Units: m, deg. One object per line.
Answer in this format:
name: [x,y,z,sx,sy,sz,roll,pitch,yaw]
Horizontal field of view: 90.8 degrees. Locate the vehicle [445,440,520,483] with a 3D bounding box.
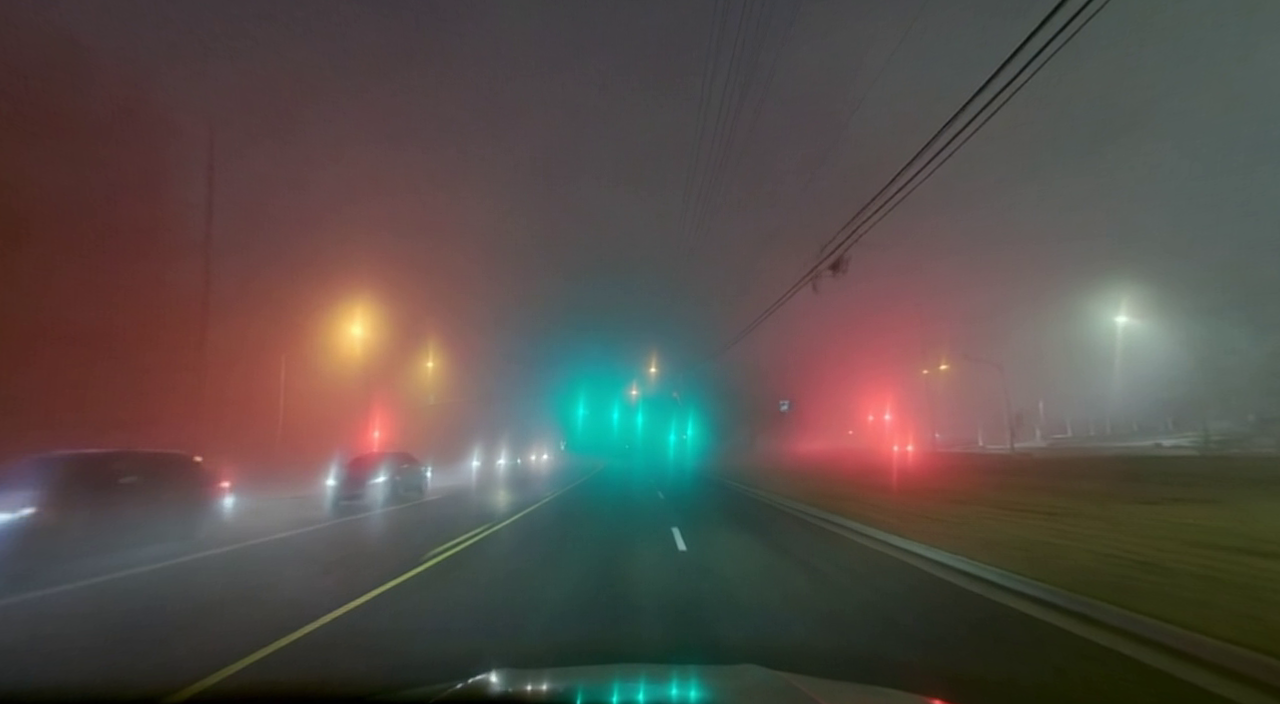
vehicle: [-7.041,4.934,28.858,2.101,1.768,5.040,0,-9,0]

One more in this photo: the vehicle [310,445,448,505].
vehicle: [-7.084,3.363,17.761,2.008,1.456,4.409,0,-9,0]

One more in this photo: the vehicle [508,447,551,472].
vehicle: [-7.025,6.848,40.467,1.854,1.481,4.518,0,-9,1]

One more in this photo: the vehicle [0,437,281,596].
vehicle: [-7.027,1.866,8.047,2.030,1.482,4.818,0,-9,1]
